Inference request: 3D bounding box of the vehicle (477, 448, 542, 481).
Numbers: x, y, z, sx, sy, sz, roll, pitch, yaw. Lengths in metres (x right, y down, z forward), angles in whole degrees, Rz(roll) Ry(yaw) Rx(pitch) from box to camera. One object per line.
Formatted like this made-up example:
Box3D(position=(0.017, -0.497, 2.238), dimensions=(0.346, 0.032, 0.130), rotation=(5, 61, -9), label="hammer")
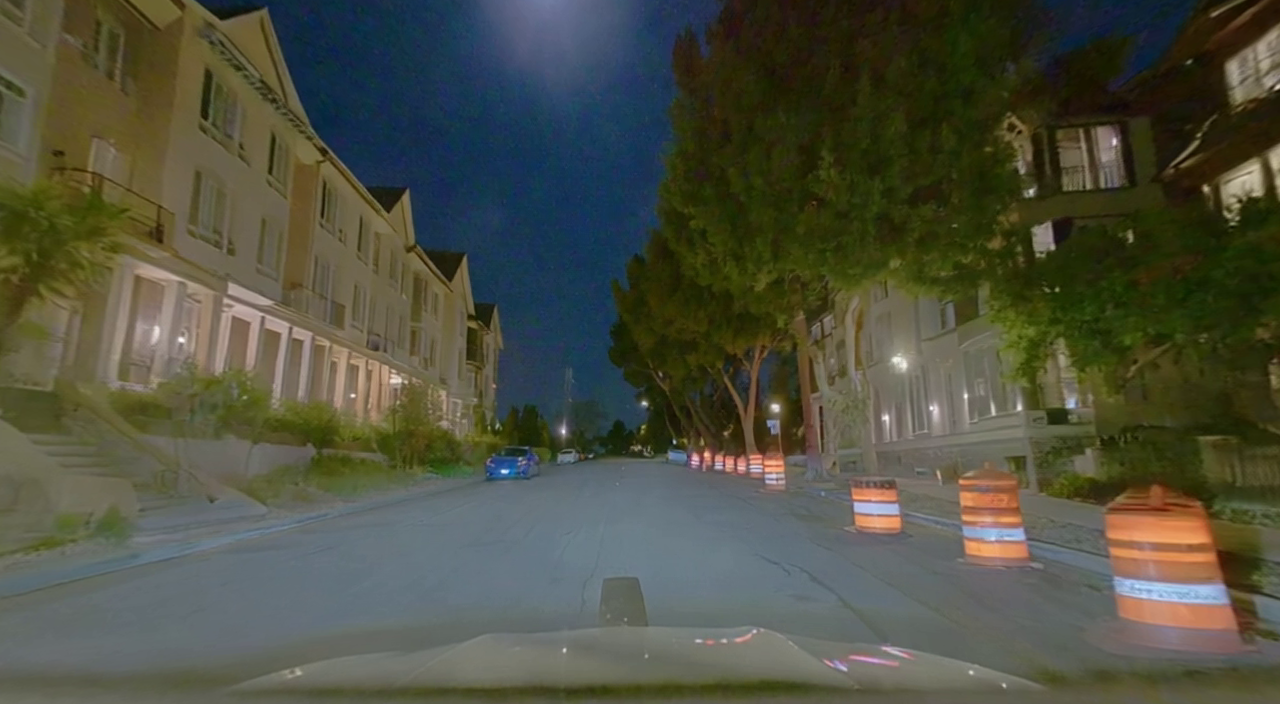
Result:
Box3D(position=(-6.387, 5.526, 31.348), dimensions=(2.137, 1.481, 4.503), rotation=(0, -9, 2), label="vehicle")
